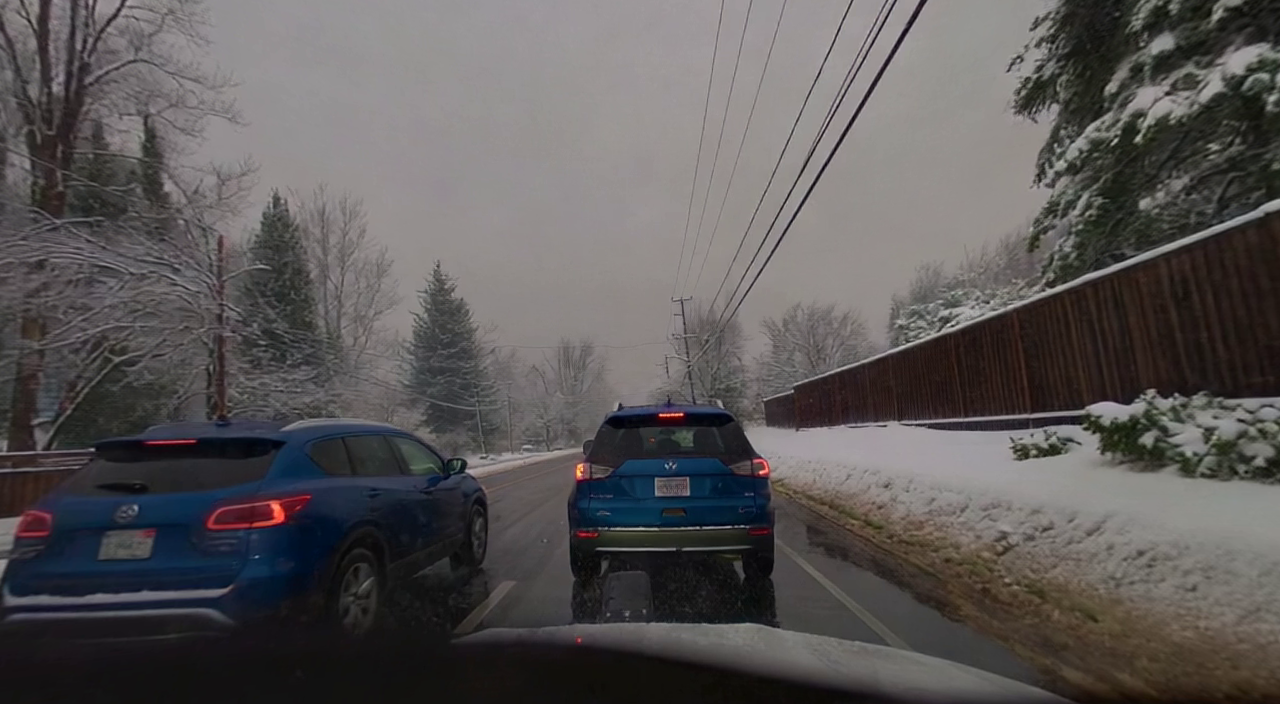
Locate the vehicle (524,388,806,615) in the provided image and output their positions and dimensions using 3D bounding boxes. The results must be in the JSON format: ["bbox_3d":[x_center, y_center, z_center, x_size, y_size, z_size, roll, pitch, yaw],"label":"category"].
[{"bbox_3d":[0.181,1.467,7.028,2.174,1.749,4.113,0,-9,0],"label":"vehicle"}]

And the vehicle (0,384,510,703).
[{"bbox_3d":[-2.779,1.334,5.485,2.176,1.653,4.666,0,-9,2],"label":"vehicle"}]
